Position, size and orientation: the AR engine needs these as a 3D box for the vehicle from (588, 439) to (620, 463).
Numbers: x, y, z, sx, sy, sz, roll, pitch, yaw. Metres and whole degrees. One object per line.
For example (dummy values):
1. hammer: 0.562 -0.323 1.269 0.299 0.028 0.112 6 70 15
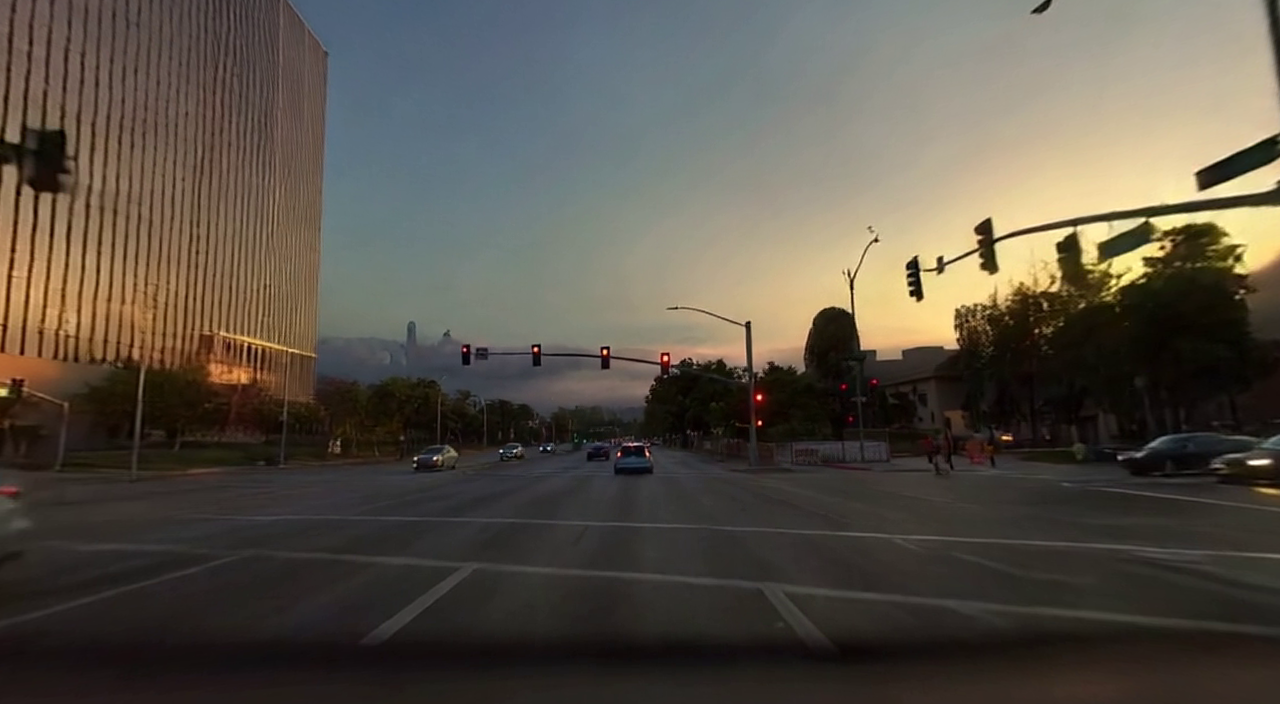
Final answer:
1. vehicle: -2.718 7.639 48.913 2.001 1.784 4.483 -1 -8 3

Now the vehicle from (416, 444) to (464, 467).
1. vehicle: -14.267 7.407 45.268 1.871 1.542 4.336 0 -8 2

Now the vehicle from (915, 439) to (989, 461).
1. vehicle: 23.170 7.311 47.130 4.605 1.480 1.878 -4 -8 16

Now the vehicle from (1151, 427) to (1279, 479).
1. vehicle: 19.967 3.275 20.616 4.602 1.594 1.917 -2 -8 17

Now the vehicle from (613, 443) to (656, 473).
1. vehicle: -0.278 5.333 31.980 2.050 1.385 4.096 0 -8 -1
